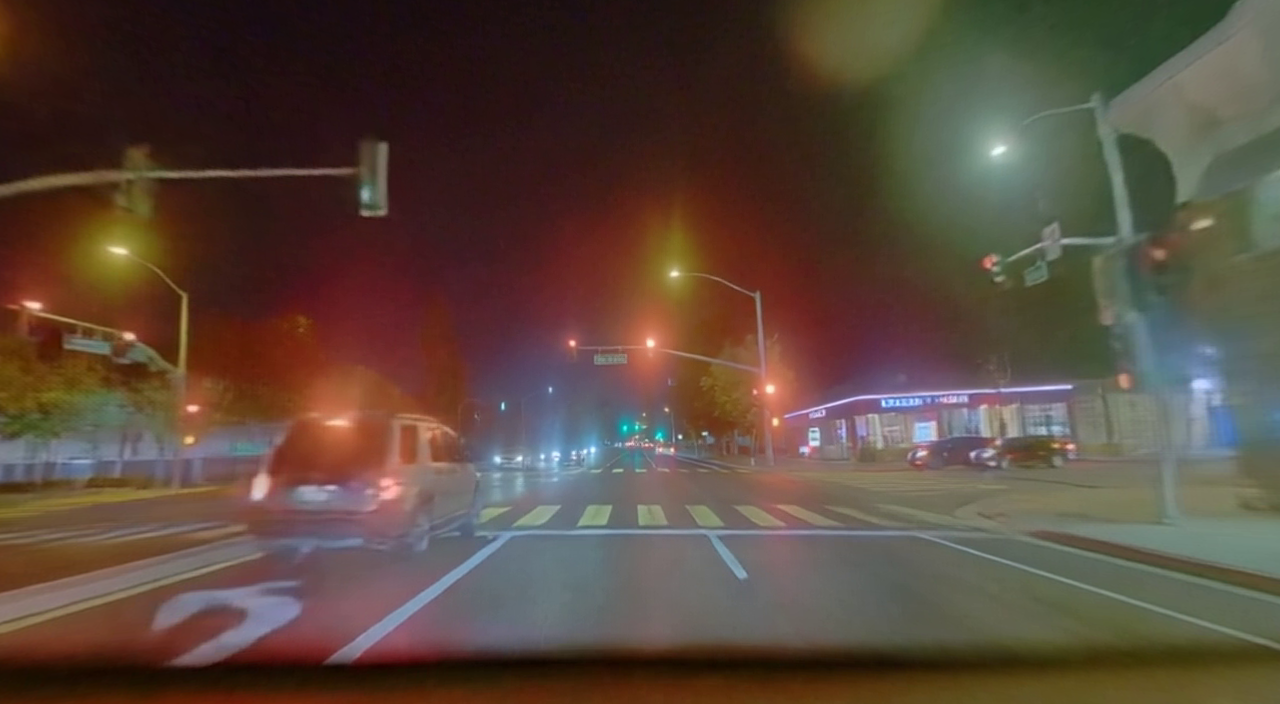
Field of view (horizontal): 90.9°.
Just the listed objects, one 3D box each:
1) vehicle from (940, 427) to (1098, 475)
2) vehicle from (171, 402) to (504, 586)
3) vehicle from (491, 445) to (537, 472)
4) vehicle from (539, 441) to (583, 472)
[{"bbox_3d":[14.162,3.682,23.762,4.634,1.449,1.936,-3,-7,-1],"label":"vehicle"},{"bbox_3d":[-3.438,1.702,8.401,2.250,1.791,4.300,0,-8,0],"label":"vehicle"},{"bbox_3d":[-7.644,6.471,38.575,1.974,1.521,4.197,0,-8,0],"label":"vehicle"},{"bbox_3d":[-4.777,6.364,38.655,2.070,1.481,4.266,-4,-6,0],"label":"vehicle"}]
